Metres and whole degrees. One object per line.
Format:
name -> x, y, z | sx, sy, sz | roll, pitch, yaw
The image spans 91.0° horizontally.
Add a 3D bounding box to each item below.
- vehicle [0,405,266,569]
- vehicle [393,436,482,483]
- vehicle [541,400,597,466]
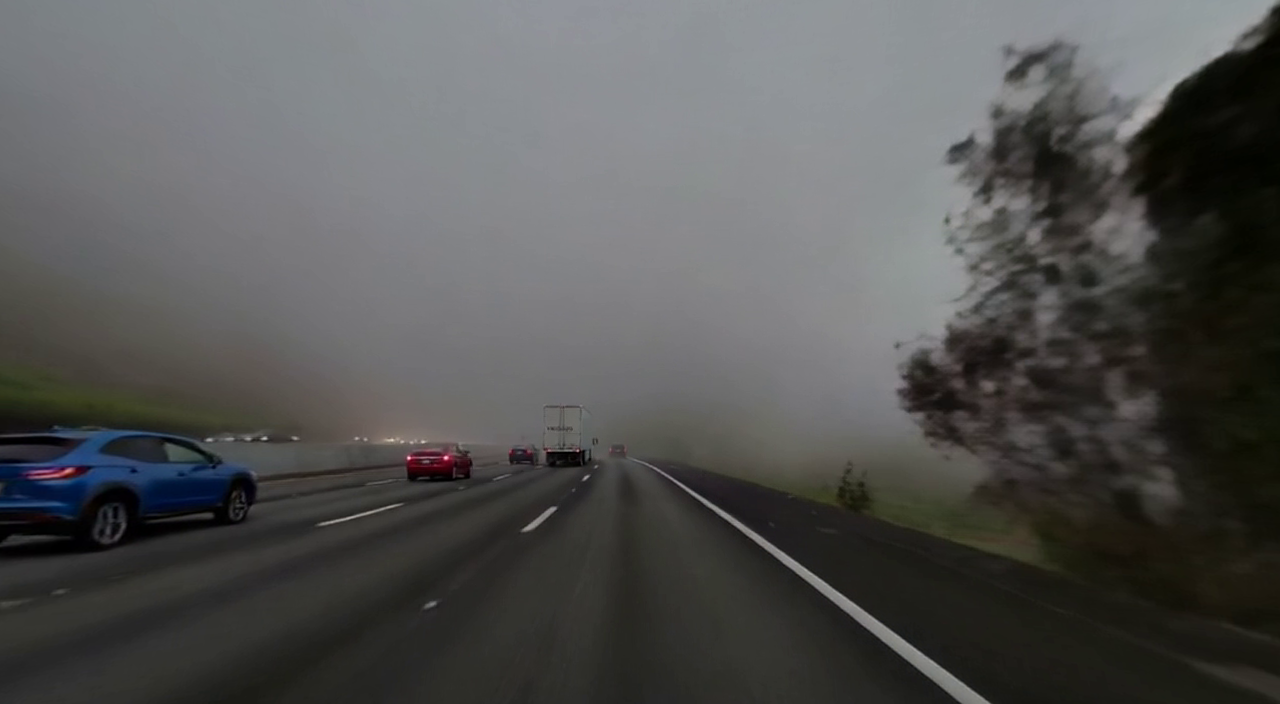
vehicle -> -7.669, 1.757, 8.924 | 2.081, 1.740, 4.268 | 0, -9, -1
vehicle -> -7.951, 4.262, 25.237 | 2.099, 1.644, 4.638 | 0, -9, -1
vehicle -> -4.872, 6.067, 46.005 | 2.880, 4.025, 14.064 | 1, -9, -2
